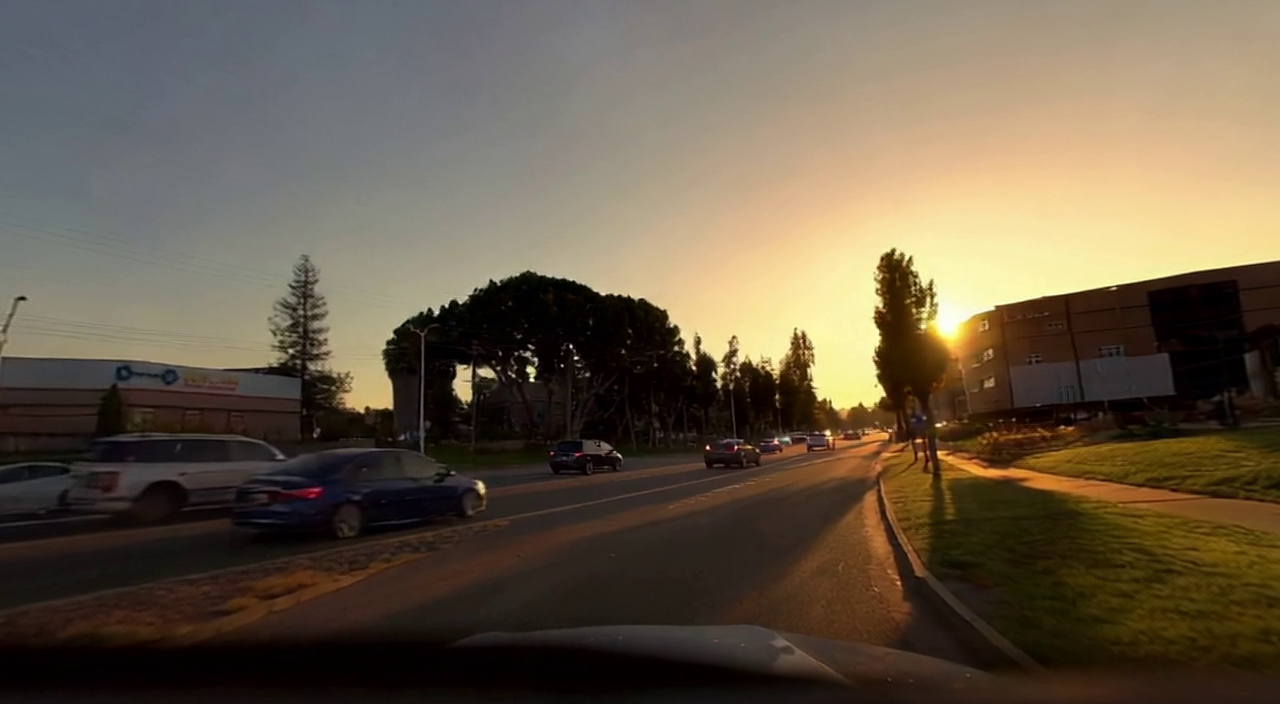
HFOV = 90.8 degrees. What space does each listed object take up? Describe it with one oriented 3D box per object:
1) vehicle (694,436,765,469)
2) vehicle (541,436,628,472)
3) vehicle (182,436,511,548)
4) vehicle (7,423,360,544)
[{"bbox_3d":[4.525,5.028,31.470,1.984,1.482,4.482,-5,-11,29],"label":"vehicle"},{"bbox_3d":[-2.964,5.613,34.714,2.506,1.718,4.822,-7,-11,27],"label":"vehicle"},{"bbox_3d":[-4.684,2.273,10.965,2.056,1.442,4.725,-4,-10,31],"label":"vehicle"},{"bbox_3d":[-7.835,2.314,11.519,2.050,1.695,4.677,-6,-11,26],"label":"vehicle"}]
